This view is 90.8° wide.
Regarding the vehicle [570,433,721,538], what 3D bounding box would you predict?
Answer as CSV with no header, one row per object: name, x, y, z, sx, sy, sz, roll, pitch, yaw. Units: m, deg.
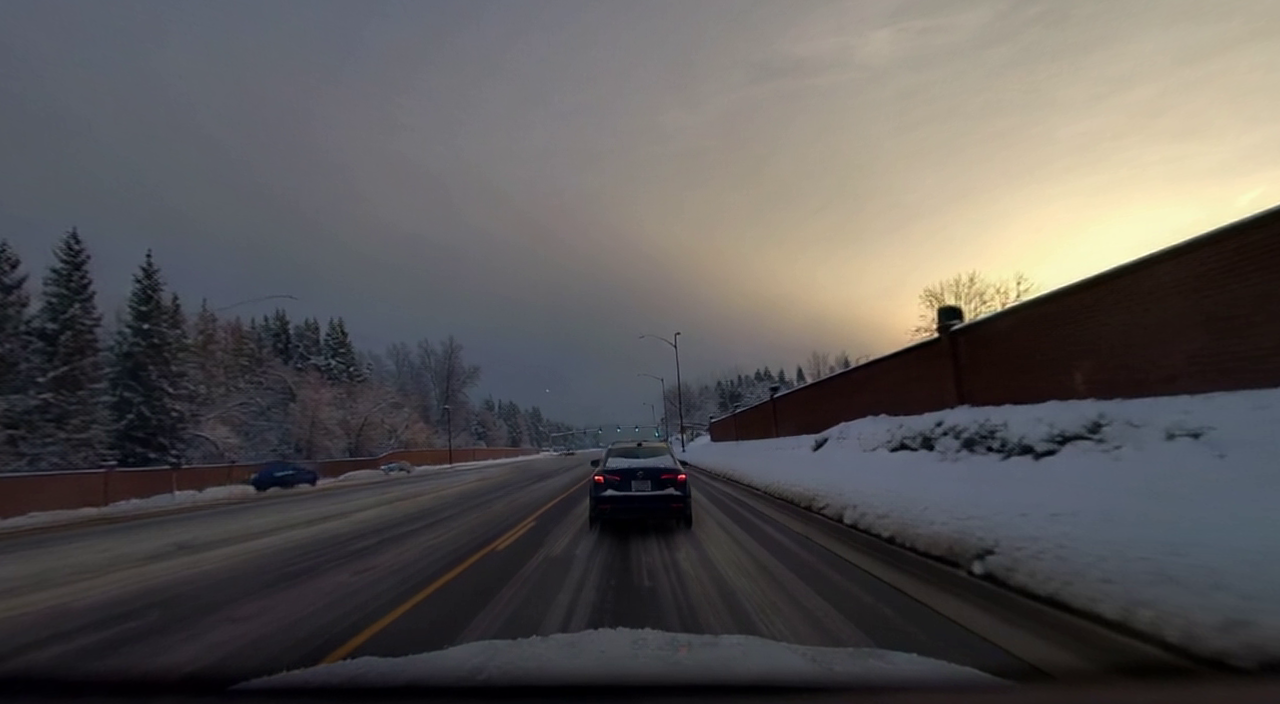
vehicle,0.068,2.273,11.443,2.205,1.509,4.272,0,-8,0

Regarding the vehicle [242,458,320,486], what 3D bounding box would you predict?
vehicle,-21.593,7.208,38.276,1.950,1.485,4.711,0,-9,0
